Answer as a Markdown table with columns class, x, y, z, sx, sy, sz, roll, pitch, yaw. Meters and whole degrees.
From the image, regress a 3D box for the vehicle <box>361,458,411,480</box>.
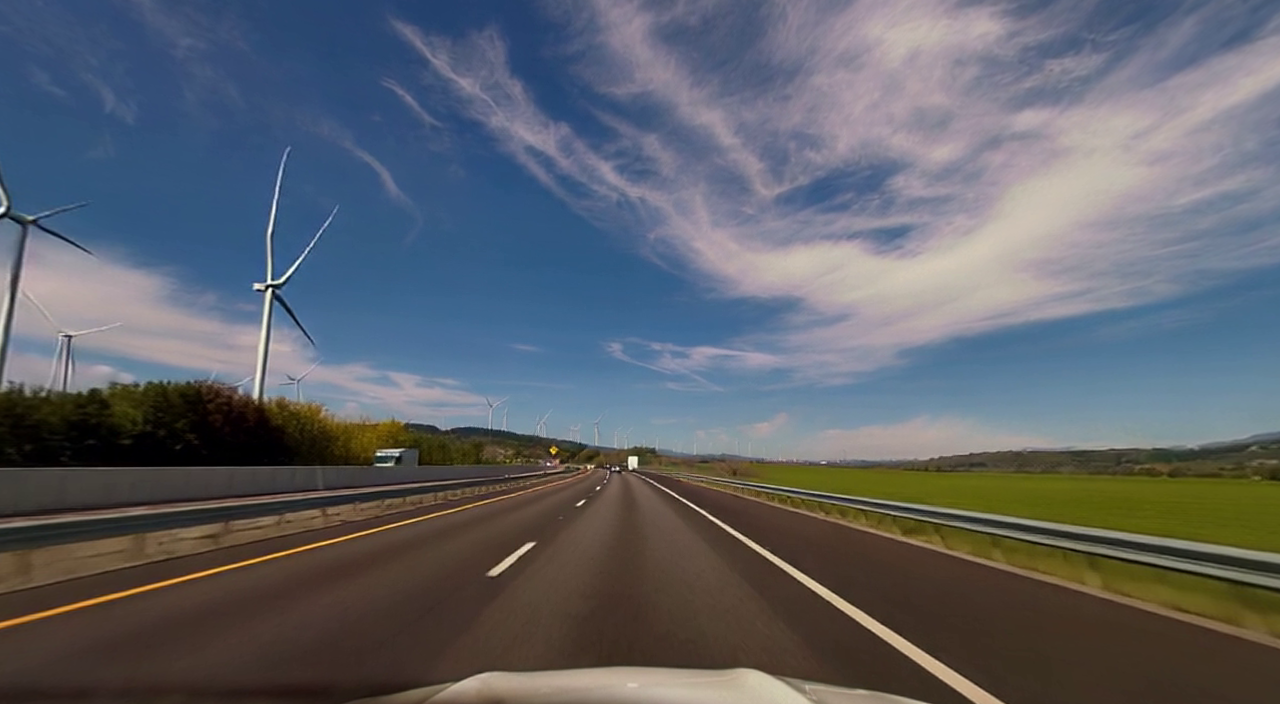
| class | x | y | z | sx | sy | sz | roll | pitch | yaw |
| --- | --- | --- | --- | --- | --- | --- | --- | --- | --- |
| vehicle | -18.334 | 8.496 | 45.737 | 1.924 | 1.441 | 4.208 | 1 | -10 | -1 |
